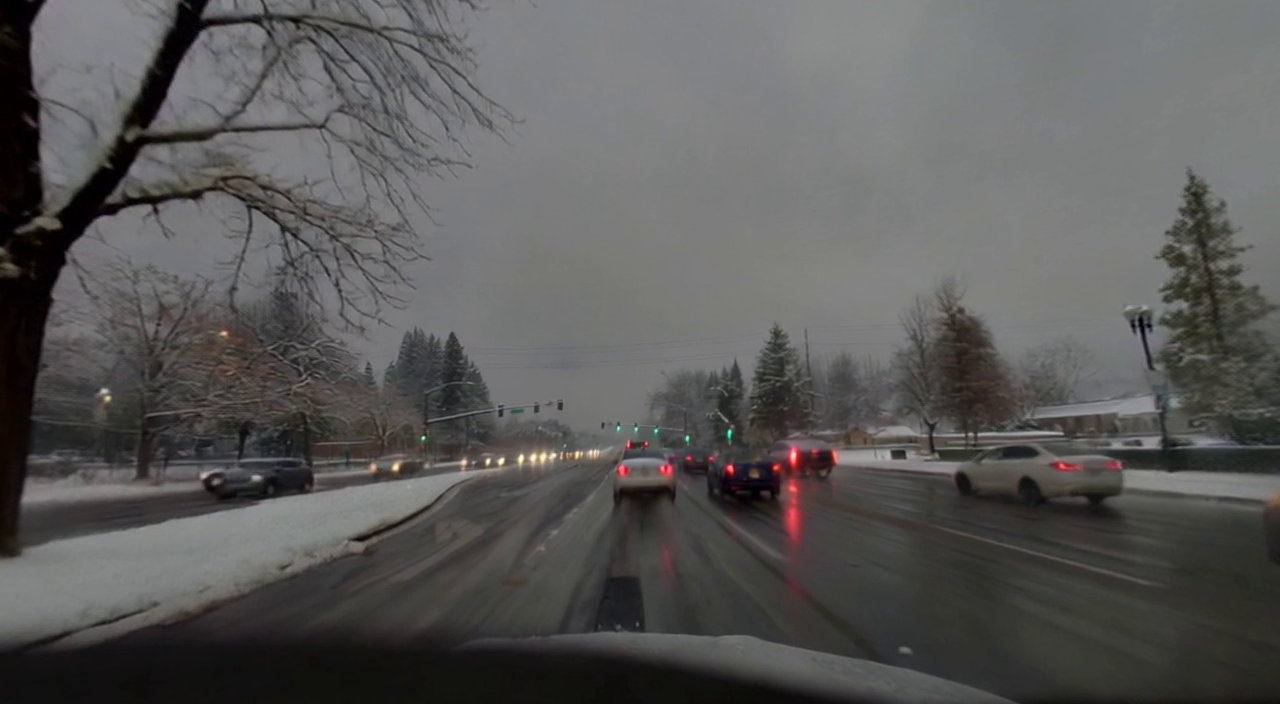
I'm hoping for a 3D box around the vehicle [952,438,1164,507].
[{"bbox_3d":[10.451,3.022,16.458,1.890,1.488,5.113,0,-8,-2],"label":"vehicle"}]

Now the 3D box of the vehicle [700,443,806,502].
[{"bbox_3d":[3.055,3.366,18.246,1.970,1.445,4.974,0,-8,-2],"label":"vehicle"}]

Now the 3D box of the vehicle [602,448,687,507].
[{"bbox_3d":[0.046,3.236,16.795,1.990,1.347,4.067,0,-8,-2],"label":"vehicle"}]

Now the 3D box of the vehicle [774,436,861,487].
[{"bbox_3d":[6.390,3.988,23.289,1.931,1.685,4.054,0,-8,-1],"label":"vehicle"}]

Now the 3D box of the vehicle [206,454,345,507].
[{"bbox_3d":[-12.059,4.248,21.340,2.002,1.500,4.536,0,-8,0],"label":"vehicle"}]

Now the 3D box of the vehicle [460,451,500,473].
[{"bbox_3d":[-12.226,8.413,48.515,1.896,1.484,4.473,0,-8,1],"label":"vehicle"}]

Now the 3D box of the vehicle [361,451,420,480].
[{"bbox_3d":[-15.888,7.217,40.529,1.908,1.703,4.547,0,-8,0],"label":"vehicle"}]
